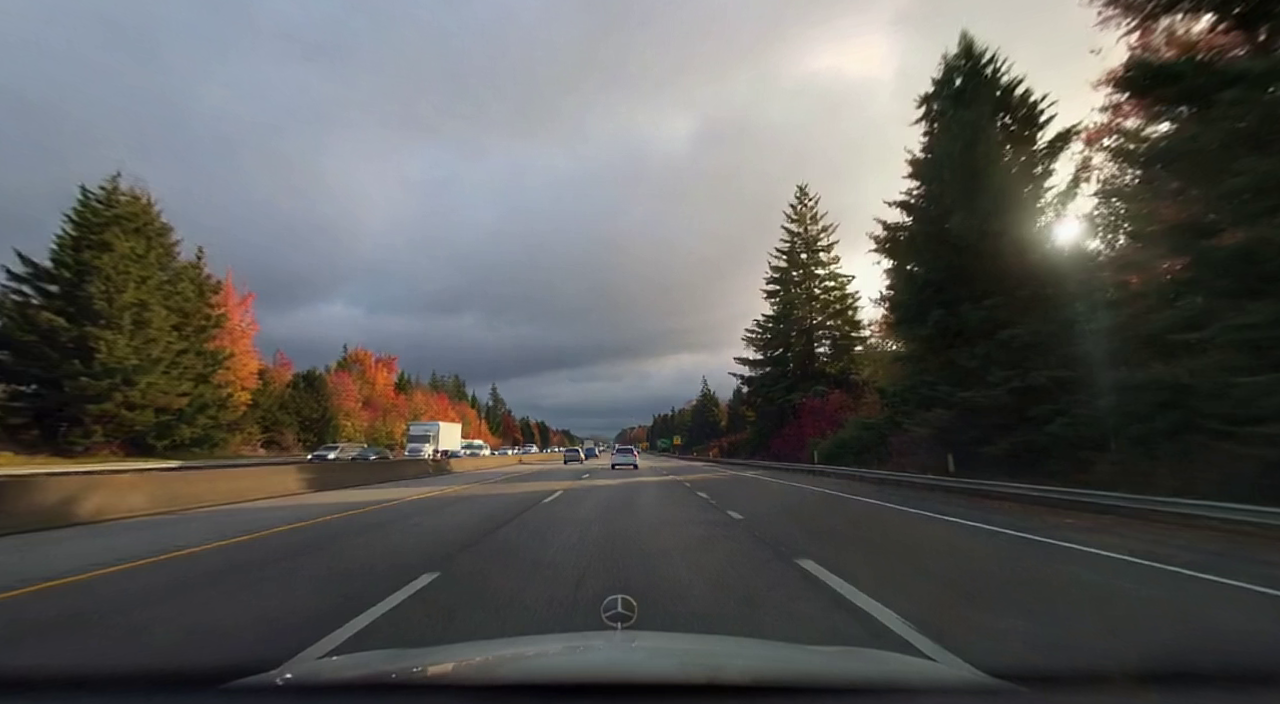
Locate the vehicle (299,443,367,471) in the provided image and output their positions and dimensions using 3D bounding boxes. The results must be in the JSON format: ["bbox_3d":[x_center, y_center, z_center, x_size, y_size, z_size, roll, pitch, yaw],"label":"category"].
[{"bbox_3d":[-18.079,6.217,37.186,1.850,1.509,4.482,0,-9,-1],"label":"vehicle"}]

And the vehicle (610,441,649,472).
[{"bbox_3d":[-0.633,6.024,36.190,2.115,1.661,4.049,0,-9,-1],"label":"vehicle"}]

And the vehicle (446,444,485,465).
[{"bbox_3d":[-13.195,7.775,47.520,1.881,1.507,3.991,0,-9,-1],"label":"vehicle"}]

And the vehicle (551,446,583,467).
[{"bbox_3d":[-5.517,7.940,47.697,2.002,1.537,4.269,0,-9,-2],"label":"vehicle"}]
